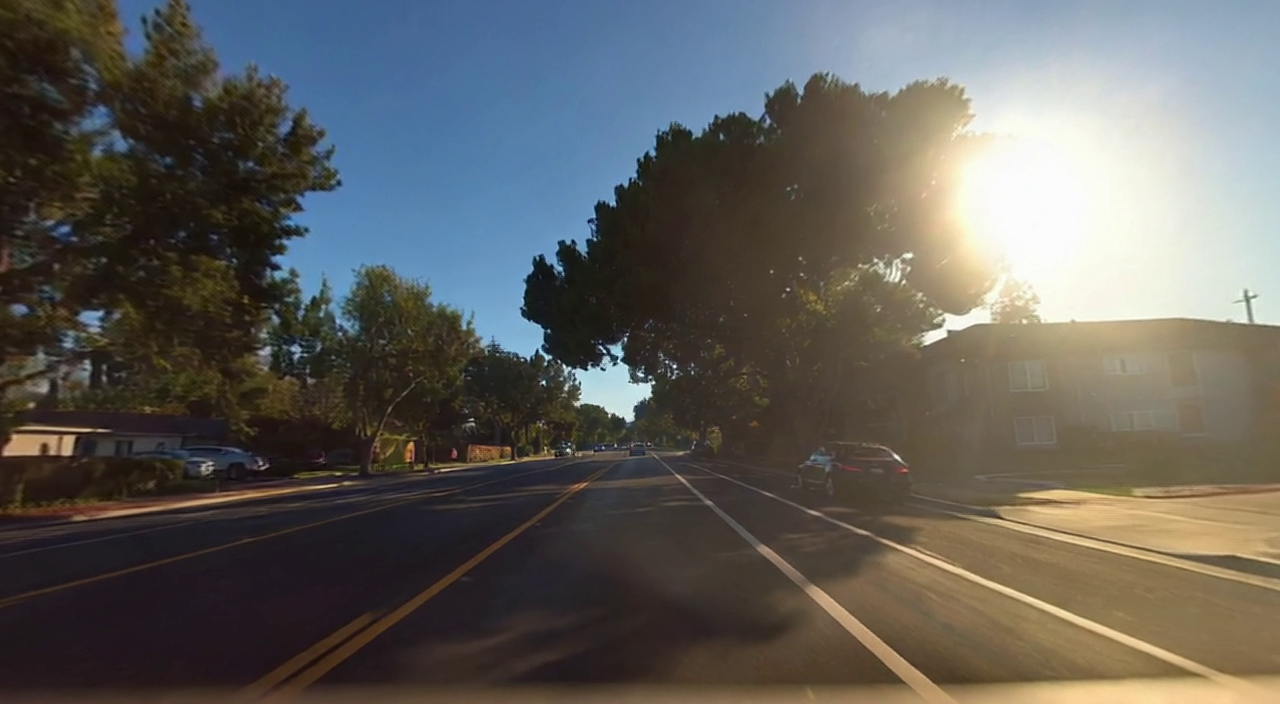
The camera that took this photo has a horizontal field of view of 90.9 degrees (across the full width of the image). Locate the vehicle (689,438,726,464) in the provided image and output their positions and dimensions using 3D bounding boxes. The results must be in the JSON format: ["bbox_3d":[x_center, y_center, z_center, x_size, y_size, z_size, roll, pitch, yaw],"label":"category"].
[{"bbox_3d":[4.854,7.217,46.037,2.105,1.772,4.757,0,-8,-1],"label":"vehicle"}]

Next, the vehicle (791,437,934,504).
[{"bbox_3d":[5.419,2.937,16.086,1.935,1.453,4.488,0,-8,-1],"label":"vehicle"}]

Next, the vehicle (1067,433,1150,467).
[{"bbox_3d":[22.835,4.760,30.890,1.783,1.494,3.909,-3,-8,14],"label":"vehicle"}]

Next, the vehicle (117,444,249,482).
[{"bbox_3d":[-21.657,5.271,30.022,4.610,1.721,2.019,0,-8,-1],"label":"vehicle"}]
